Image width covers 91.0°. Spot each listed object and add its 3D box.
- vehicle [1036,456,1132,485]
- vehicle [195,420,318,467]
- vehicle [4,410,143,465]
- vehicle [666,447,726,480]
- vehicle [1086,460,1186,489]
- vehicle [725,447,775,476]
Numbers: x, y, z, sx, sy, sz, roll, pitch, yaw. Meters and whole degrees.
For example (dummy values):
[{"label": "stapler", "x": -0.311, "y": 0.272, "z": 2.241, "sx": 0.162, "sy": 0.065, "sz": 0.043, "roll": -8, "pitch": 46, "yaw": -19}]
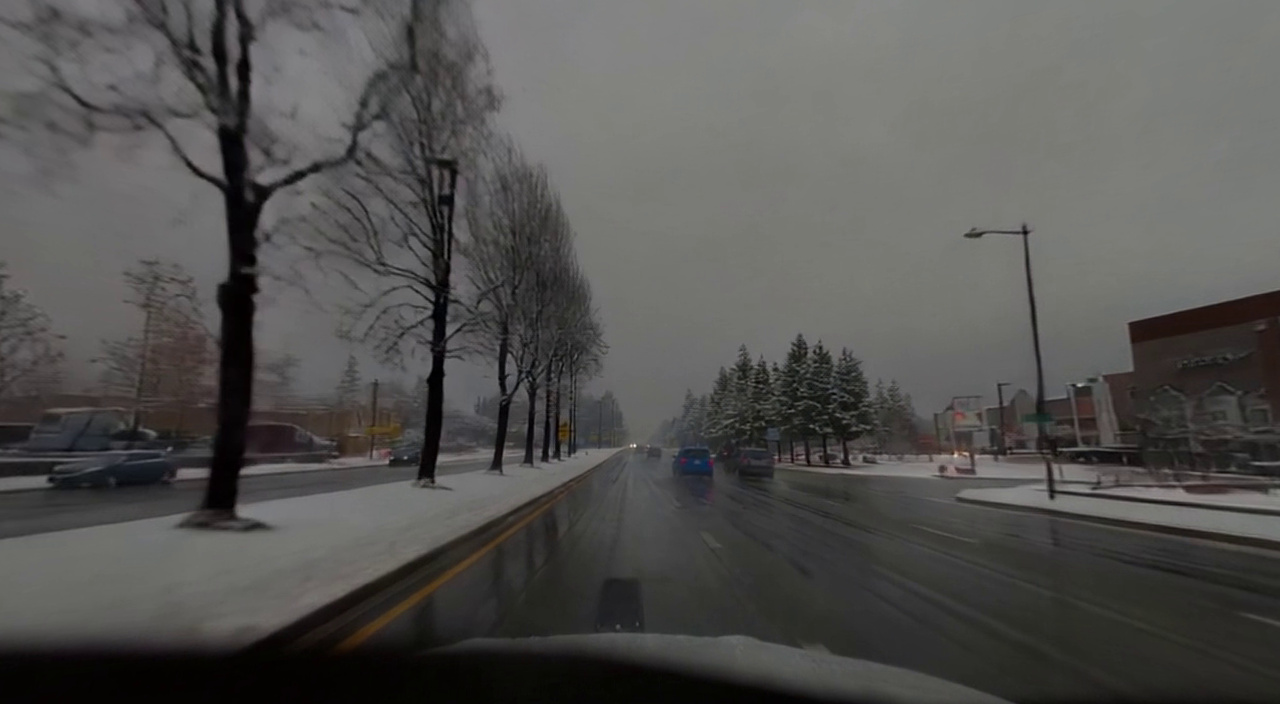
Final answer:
[{"label": "vehicle", "x": 26.692, "y": 7.095, "z": 37.853, "sx": 4.586, "sy": 1.665, "sz": 1.968, "roll": 2, "pitch": -9, "yaw": -11}, {"label": "vehicle", "x": -27.358, "y": 6.606, "z": 45.272, "sx": 6.822, "sy": 3.138, "sz": 2.979, "roll": 3, "pitch": -9, "yaw": -17}, {"label": "vehicle", "x": -34.015, "y": 5.268, "z": 38.223, "sx": 2.858, "sy": 2.981, "sz": 6.850, "roll": 2, "pitch": -9, "yaw": -11}, {"label": "vehicle", "x": 2.580, "y": 5.256, "z": 29.923, "sx": 2.256, "sy": 1.451, "sz": 4.313, "roll": 1, "pitch": -9, "yaw": -3}, {"label": "vehicle", "x": 27.311, "y": 6.709, "z": 34.661, "sx": 4.390, "sy": 1.474, "sz": 1.851, "roll": 2, "pitch": -9, "yaw": -13}, {"label": "vehicle", "x": 6.107, "y": 6.132, "z": 35.460, "sx": 1.886, "sy": 1.528, "sz": 4.169, "roll": 1, "pitch": -9, "yaw": -3}]
